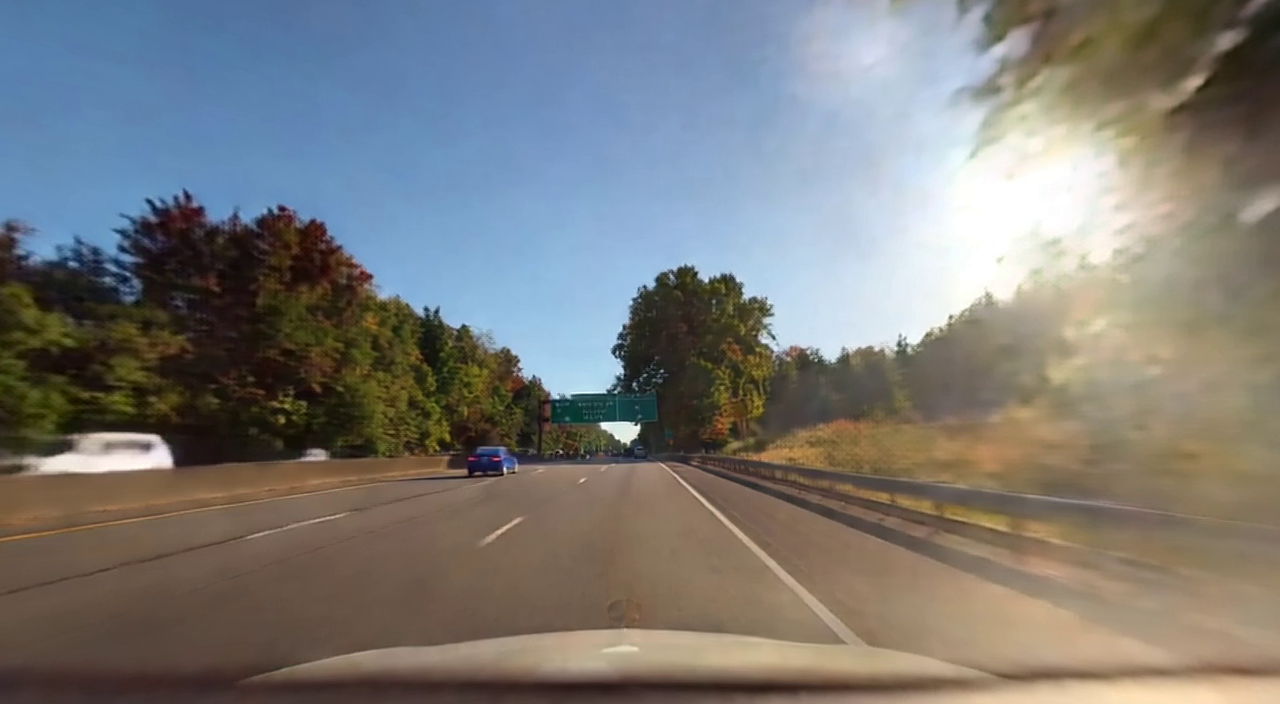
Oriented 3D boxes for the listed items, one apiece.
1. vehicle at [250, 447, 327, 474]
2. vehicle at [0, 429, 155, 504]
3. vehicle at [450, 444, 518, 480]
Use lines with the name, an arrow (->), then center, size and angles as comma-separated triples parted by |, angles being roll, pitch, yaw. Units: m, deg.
vehicle -> -25.554, 7.901, 46.107 | 2.218, 1.820, 5.802 | 0, -8, 1
vehicle -> -18.141, 3.403, 19.236 | 2.307, 1.965, 5.330 | 0, -8, 1
vehicle -> -7.493, 5.298, 30.760 | 2.094, 1.579, 4.655 | 0, -8, 1
